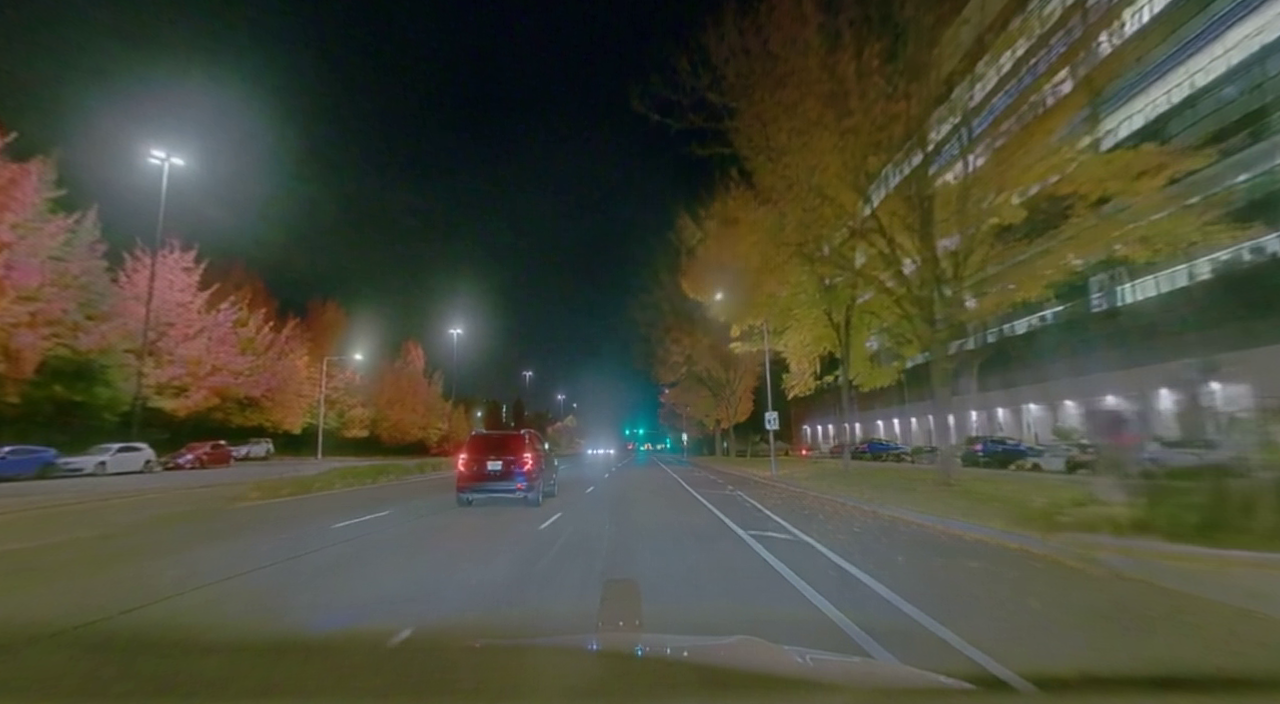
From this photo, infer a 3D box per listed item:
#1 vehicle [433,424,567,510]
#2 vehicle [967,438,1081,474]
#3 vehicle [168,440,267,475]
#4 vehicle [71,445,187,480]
[{"bbox_3d":[-3.201,2.753,15.500,2.112,1.779,4.489,0,-9,2],"label":"vehicle"},{"bbox_3d":[18.411,4.990,30.268,4.331,1.655,1.884,1,-9,-7],"label":"vehicle"},{"bbox_3d":[-25.323,6.333,38.056,2.142,1.895,5.528,0,-9,0],"label":"vehicle"},{"bbox_3d":[-25.398,5.496,31.581,1.844,1.619,4.725,0,-9,0],"label":"vehicle"}]
